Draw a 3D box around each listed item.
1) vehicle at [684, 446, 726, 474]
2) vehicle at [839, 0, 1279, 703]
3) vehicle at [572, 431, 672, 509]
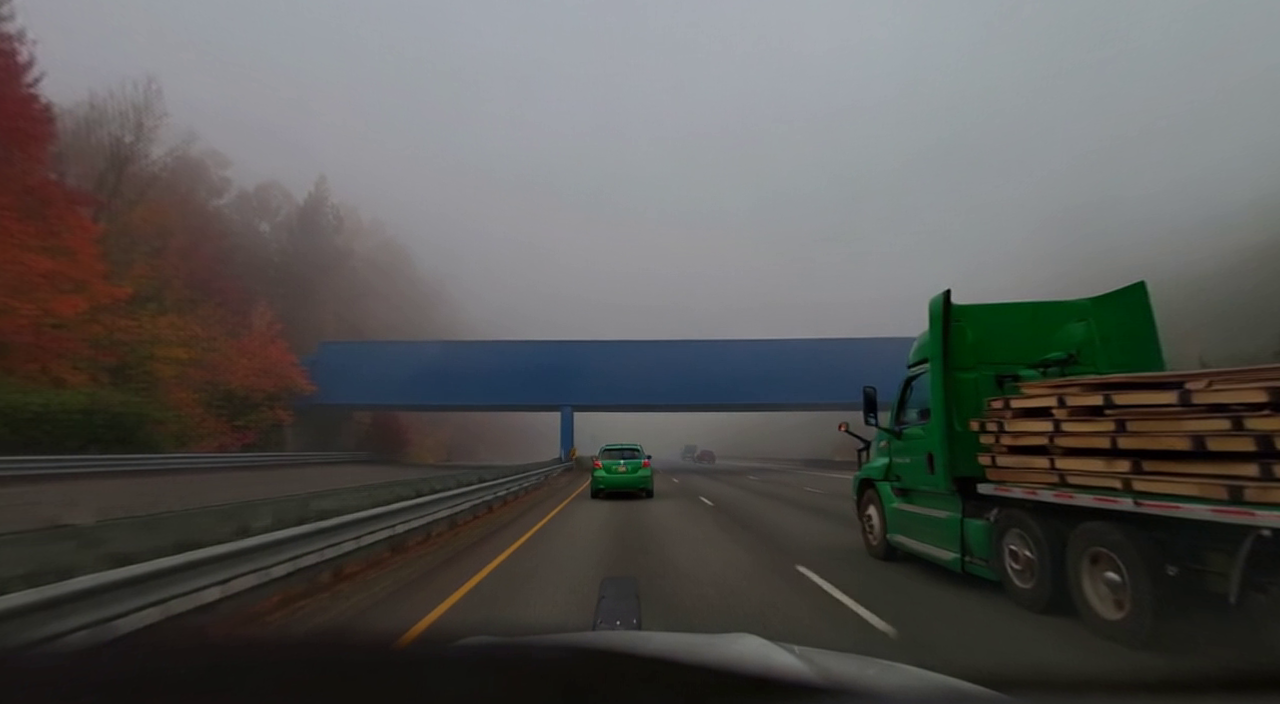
[{"bbox_3d":[3.705,6.231,36.424,1.894,1.487,3.751,0,-9,-2],"label":"vehicle"},{"bbox_3d":[4.197,-0.094,3.672,2.992,3.920,8.831,0,-9,-1],"label":"vehicle"},{"bbox_3d":[-0.424,2.970,16.168,2.259,1.699,4.015,0,-9,0],"label":"vehicle"}]
